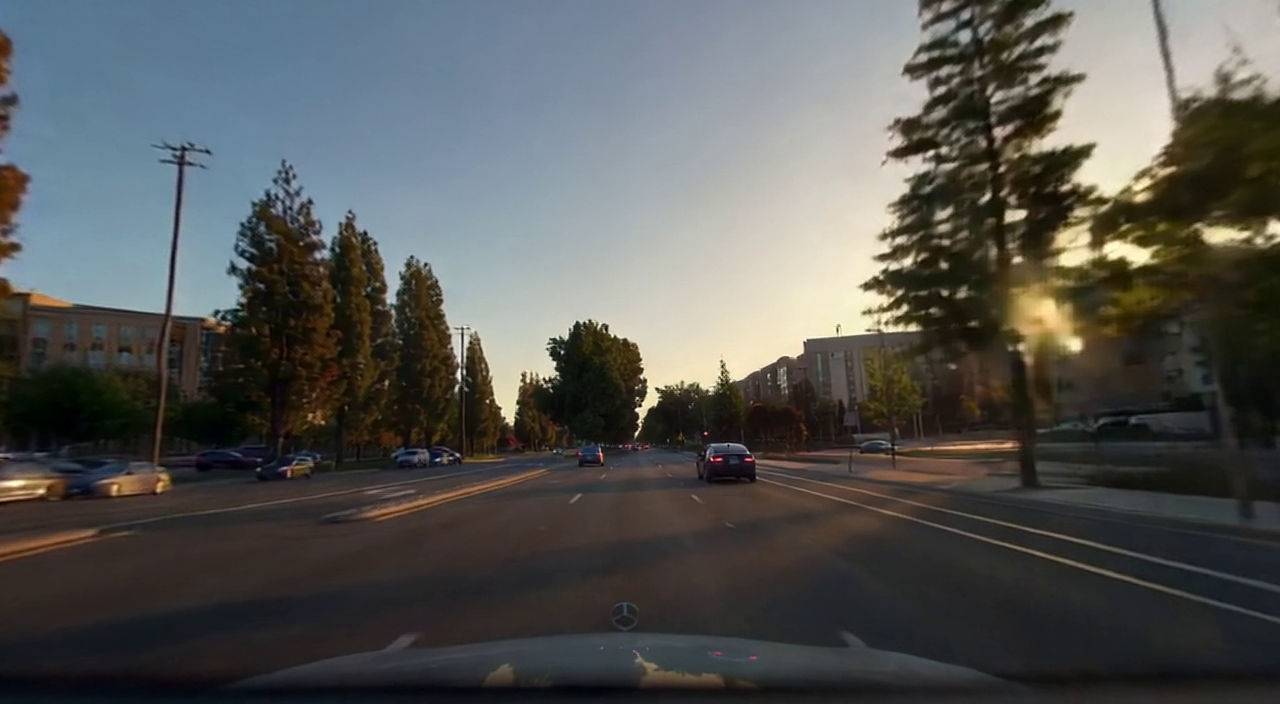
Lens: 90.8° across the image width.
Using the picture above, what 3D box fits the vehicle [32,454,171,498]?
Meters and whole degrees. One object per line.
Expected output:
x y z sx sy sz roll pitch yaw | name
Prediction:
-22.601 5.177 26.804 1.818 1.588 4.708 0 -9 -1 | vehicle

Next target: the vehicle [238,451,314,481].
-22.456 7.023 39.201 1.926 1.681 4.601 -1 -9 1 | vehicle

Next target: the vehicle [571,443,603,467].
-3.741 7.384 45.390 1.935 1.617 4.045 0 -9 0 | vehicle

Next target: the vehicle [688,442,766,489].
2.890 3.880 21.984 1.966 1.449 4.290 0 -9 -2 | vehicle

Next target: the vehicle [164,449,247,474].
-30.583 7.709 44.559 4.278 1.625 1.974 0 -9 -1 | vehicle
